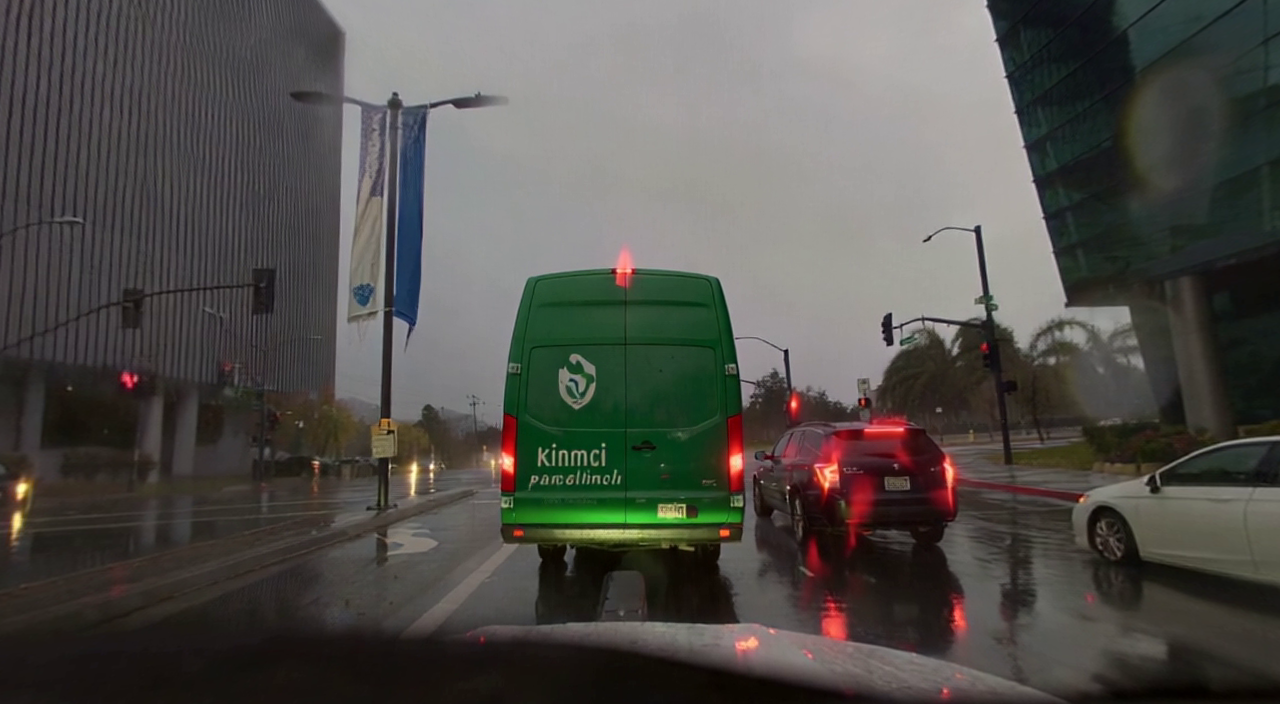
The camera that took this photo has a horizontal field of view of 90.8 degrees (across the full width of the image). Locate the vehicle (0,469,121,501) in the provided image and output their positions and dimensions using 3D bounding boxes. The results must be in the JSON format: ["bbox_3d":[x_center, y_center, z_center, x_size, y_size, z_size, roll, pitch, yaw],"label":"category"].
[{"bbox_3d":[-29.871,6.747,32.179,4.888,1.481,1.873,1,-9,-10],"label":"vehicle"}]

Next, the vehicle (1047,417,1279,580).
[{"bbox_3d":[7.520,1.585,7.025,1.963,1.669,4.678,3,-9,-20],"label":"vehicle"}]

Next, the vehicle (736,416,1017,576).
[{"bbox_3d":[2.864,1.865,9.045,2.183,1.676,4.506,0,-8,-1],"label":"vehicle"}]

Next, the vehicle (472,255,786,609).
[{"bbox_3d":[-0.052,1.174,9.103,2.613,3.035,7.342,0,-8,1],"label":"vehicle"}]
